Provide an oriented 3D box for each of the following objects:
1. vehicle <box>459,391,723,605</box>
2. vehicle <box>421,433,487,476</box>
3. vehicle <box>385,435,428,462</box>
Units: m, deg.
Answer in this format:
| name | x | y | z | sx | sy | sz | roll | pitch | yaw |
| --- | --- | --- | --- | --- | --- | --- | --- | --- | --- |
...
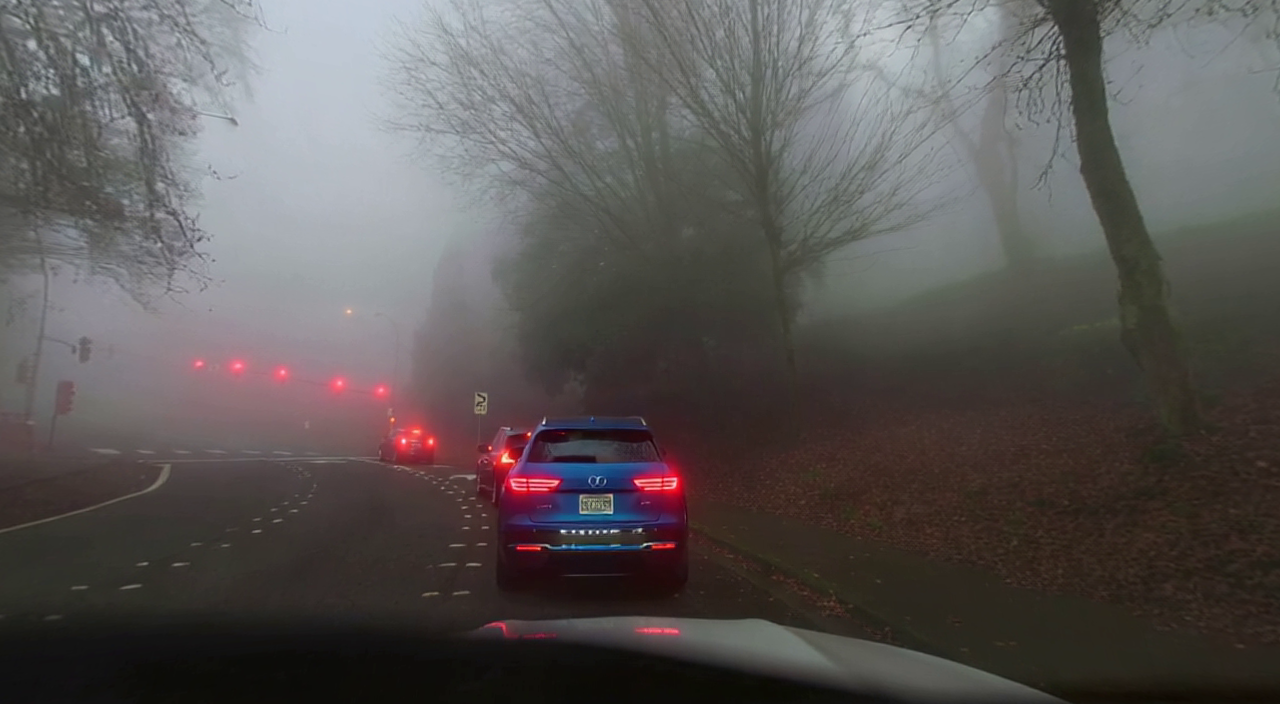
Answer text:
| name | x | y | z | sx | sy | sz | roll | pitch | yaw |
| --- | --- | --- | --- | --- | --- | --- | --- | --- | --- |
| vehicle | -0.686 | 1.459 | 7.212 | 2.134 | 1.671 | 4.147 | 1 | -8 | -9 |
| vehicle | -7.309 | 3.949 | 24.495 | 1.902 | 1.536 | 3.662 | 4 | -9 | -24 |
| vehicle | -13.759 | 5.645 | 36.897 | 1.863 | 1.488 | 4.426 | 4 | -9 | -26 |
